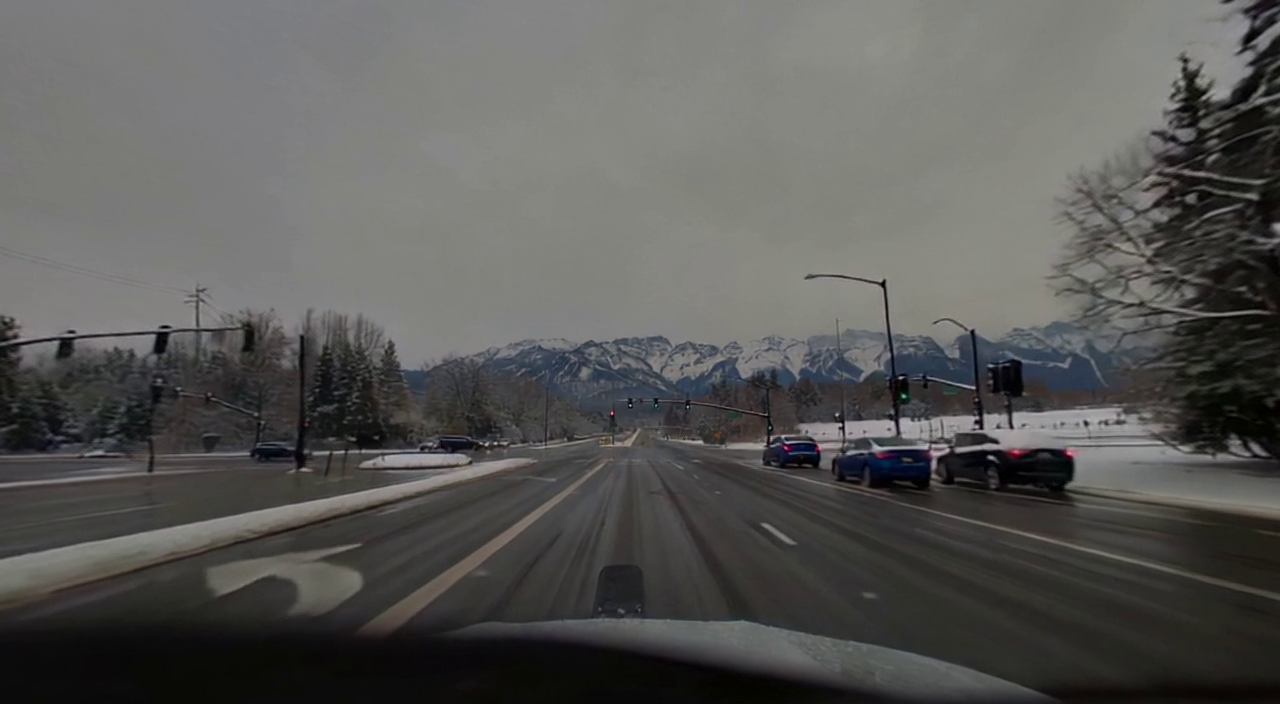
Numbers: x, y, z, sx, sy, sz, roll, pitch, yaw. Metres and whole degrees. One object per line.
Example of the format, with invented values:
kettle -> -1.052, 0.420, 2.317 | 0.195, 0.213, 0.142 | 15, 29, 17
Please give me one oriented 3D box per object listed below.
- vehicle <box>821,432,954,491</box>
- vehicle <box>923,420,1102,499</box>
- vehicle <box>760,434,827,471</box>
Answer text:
vehicle -> 6.963, 3.135, 18.407 | 1.990, 1.480, 4.624 | 0, -8, 0
vehicle -> 9.582, 2.806, 16.824 | 1.977, 1.773, 4.646 | 0, -8, 1
vehicle -> 6.944, 4.584, 29.030 | 1.899, 1.570, 4.666 | 0, -8, 0
